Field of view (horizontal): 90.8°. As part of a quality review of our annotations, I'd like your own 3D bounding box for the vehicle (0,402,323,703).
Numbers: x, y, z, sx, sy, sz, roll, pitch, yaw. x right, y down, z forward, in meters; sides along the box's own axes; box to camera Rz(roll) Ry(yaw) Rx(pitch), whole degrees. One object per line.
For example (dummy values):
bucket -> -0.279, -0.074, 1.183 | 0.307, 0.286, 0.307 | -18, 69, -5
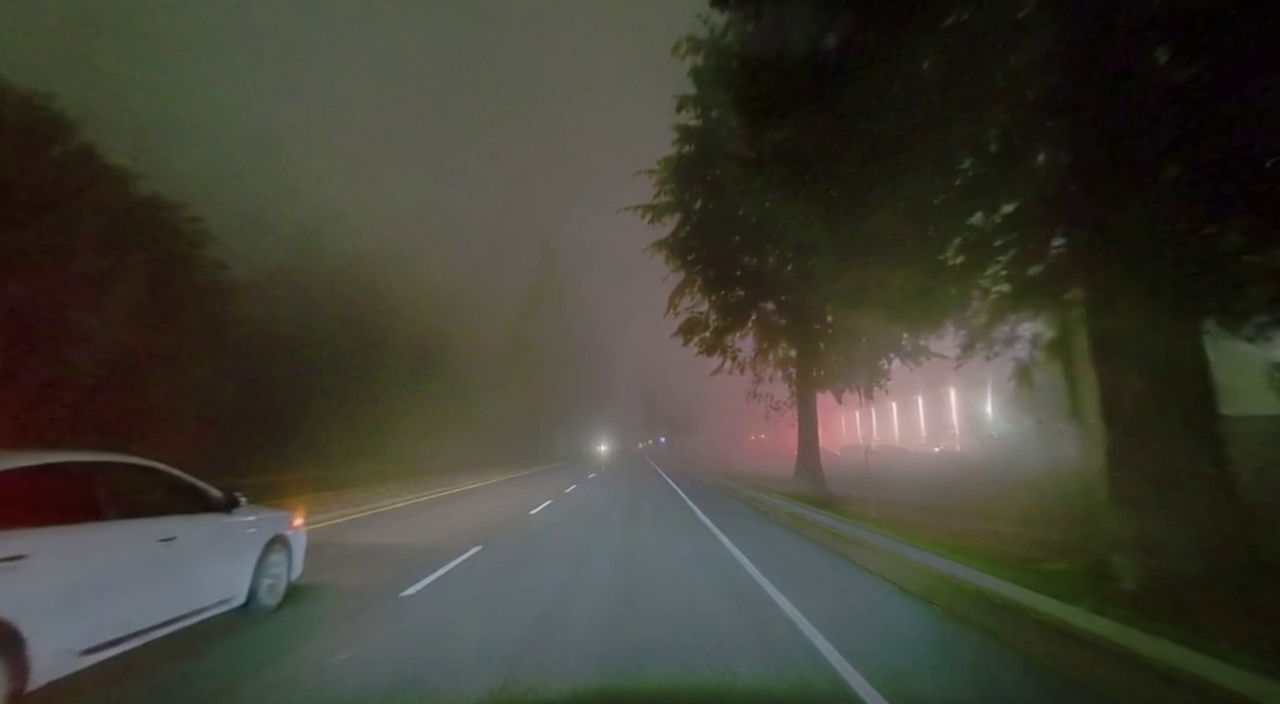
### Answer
vehicle -> -3.640, 1.082, 3.199 | 2.030, 1.550, 3.925 | 0, -8, 0
